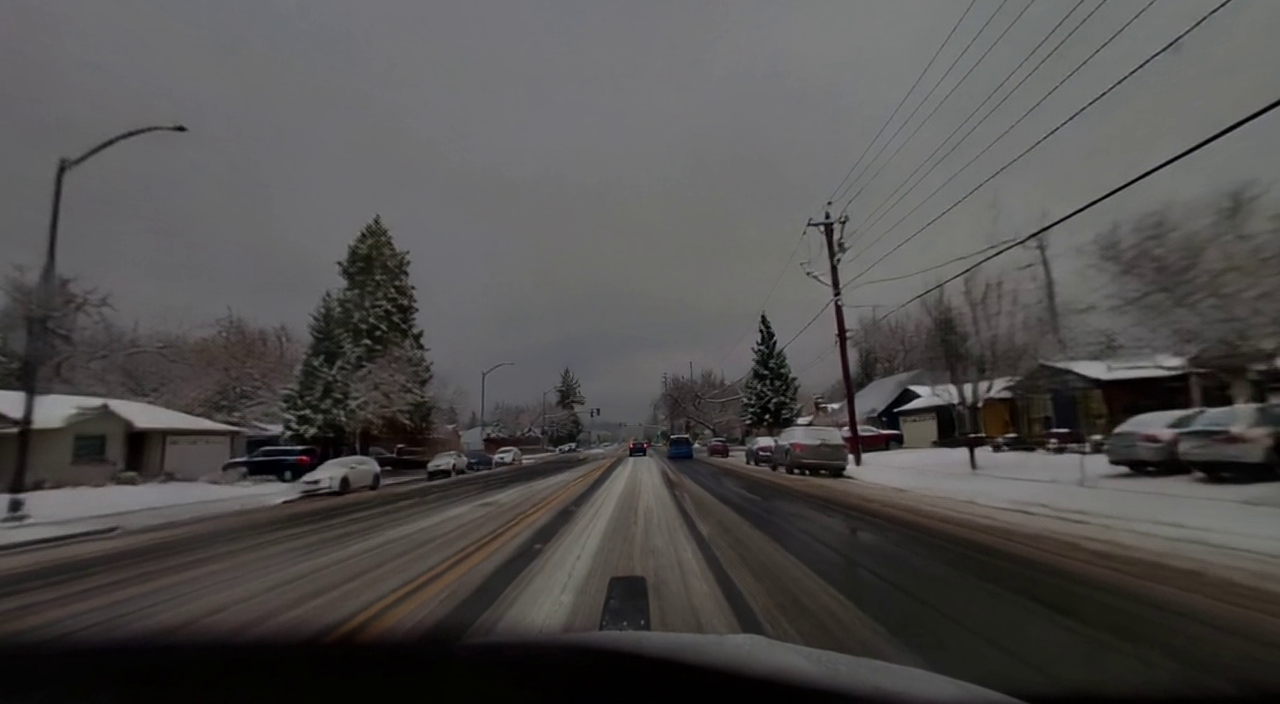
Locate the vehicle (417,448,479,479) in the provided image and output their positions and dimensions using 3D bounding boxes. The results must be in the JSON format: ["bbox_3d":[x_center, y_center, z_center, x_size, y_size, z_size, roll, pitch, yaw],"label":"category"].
[{"bbox_3d":[-10.504,6.115,34.805,2.098,1.503,4.113,0,-8,0],"label":"vehicle"}]

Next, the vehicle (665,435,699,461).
[{"bbox_3d":[2.966,6.936,45.630,2.070,1.765,4.731,0,-8,-1],"label":"vehicle"}]

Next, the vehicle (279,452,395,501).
[{"bbox_3d":[-10.711,4.408,22.725,1.896,1.495,4.425,-1,-8,1],"label":"vehicle"}]

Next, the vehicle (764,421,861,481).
[{"bbox_3d":[6.596,3.866,24.864,2.274,2.090,5.465,0,-8,0],"label":"vehicle"}]

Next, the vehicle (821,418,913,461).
[{"bbox_3d":[12.948,5.030,36.234,4.305,1.844,2.135,-7,-9,1],"label":"vehicle"}]

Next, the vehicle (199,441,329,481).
[{"bbox_3d":[-17.700,5.142,29.869,4.745,1.810,2.197,-1,-8,2],"label":"vehicle"}]

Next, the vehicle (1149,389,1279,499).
[{"bbox_3d":[12.717,1.552,11.813,4.496,1.773,1.972,-5,-8,-1],"label":"vehicle"}]
